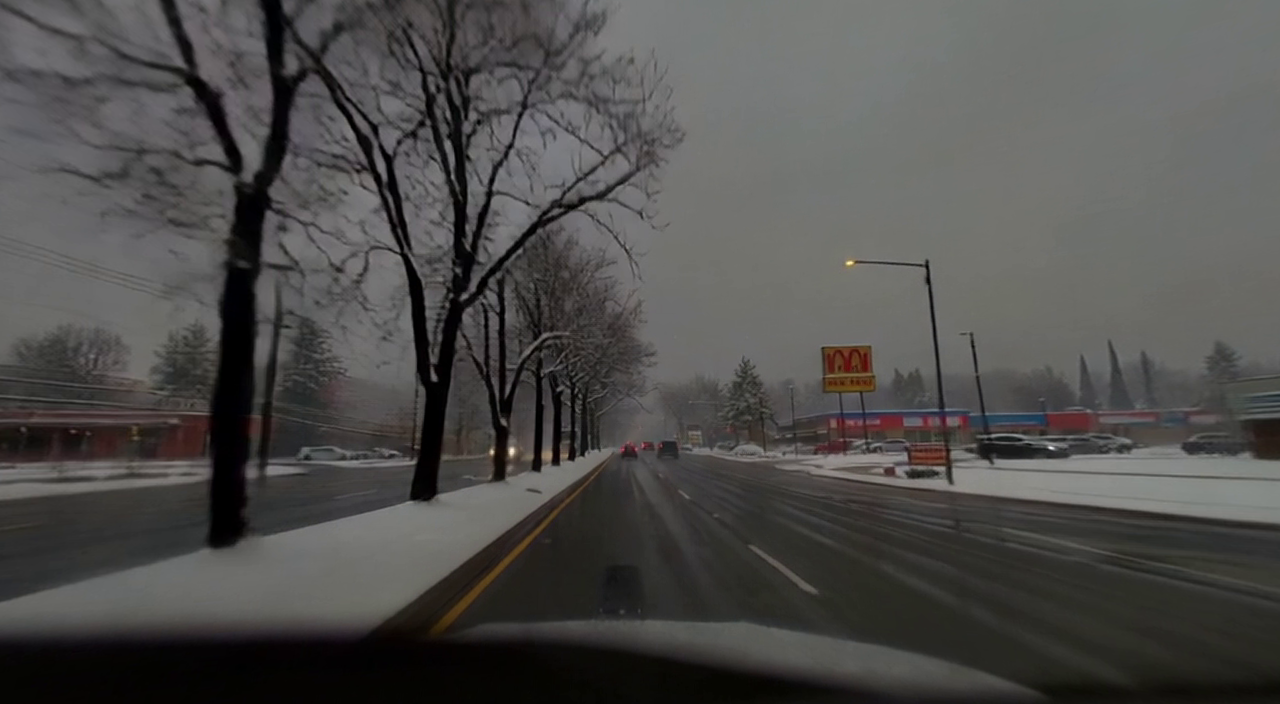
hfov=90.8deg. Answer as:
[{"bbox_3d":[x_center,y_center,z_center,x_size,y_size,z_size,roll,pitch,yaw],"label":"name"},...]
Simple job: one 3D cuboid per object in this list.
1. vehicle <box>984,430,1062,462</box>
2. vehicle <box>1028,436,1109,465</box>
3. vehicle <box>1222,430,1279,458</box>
[{"bbox_3d":[24.428,6.034,40.553,2.136,1.872,4.695,-2,-9,2],"label":"vehicle"},{"bbox_3d":[27.149,6.244,40.241,2.066,1.655,4.485,-2,-8,1],"label":"vehicle"},{"bbox_3d":[40.804,5.919,40.655,2.228,1.745,4.652,0,-8,1],"label":"vehicle"}]
